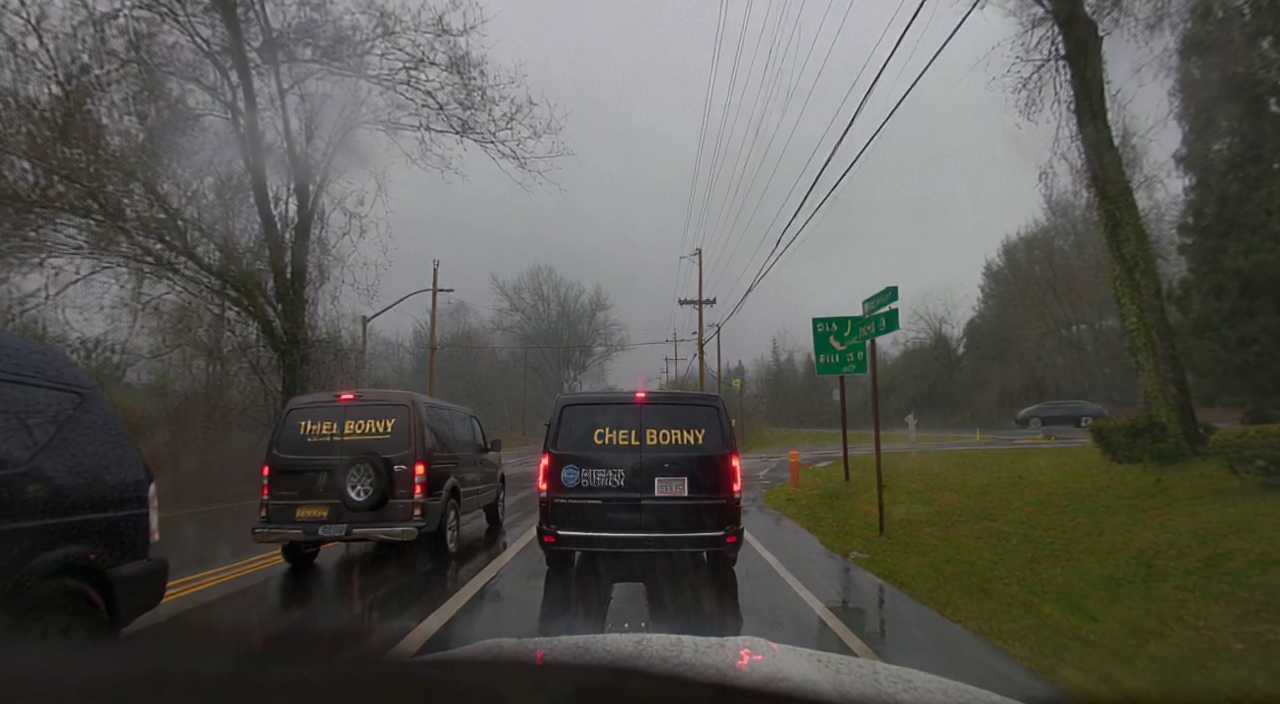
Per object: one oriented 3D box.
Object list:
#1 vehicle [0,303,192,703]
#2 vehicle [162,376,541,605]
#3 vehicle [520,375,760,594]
[{"bbox_3d":[-3.142,0.499,0.244,2.160,1.796,4.997,0,-8,1],"label":"vehicle"},{"bbox_3d":[-2.758,1.479,7.614,2.109,1.851,4.749,-1,-8,3],"label":"vehicle"},{"bbox_3d":[0.102,1.464,7.691,2.117,1.911,4.095,-1,-8,3],"label":"vehicle"}]
